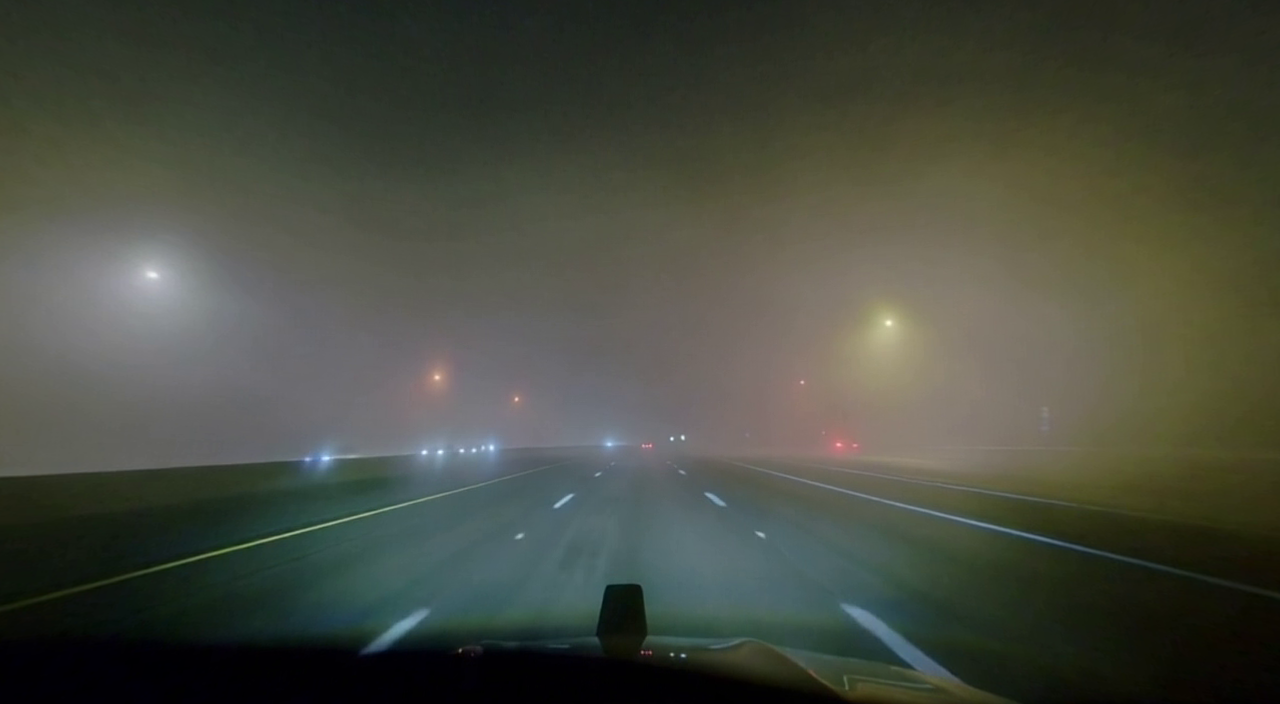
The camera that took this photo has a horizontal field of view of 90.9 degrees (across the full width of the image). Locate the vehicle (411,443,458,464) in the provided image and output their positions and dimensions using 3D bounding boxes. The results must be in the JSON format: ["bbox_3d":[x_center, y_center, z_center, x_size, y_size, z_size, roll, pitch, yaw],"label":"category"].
[{"bbox_3d":[-15.591,7.718,48.100,2.003,1.470,4.450,0,-8,1],"label":"vehicle"}]

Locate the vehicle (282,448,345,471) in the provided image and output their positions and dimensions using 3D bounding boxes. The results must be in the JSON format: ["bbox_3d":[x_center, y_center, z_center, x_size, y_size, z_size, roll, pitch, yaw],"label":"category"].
[{"bbox_3d":[-22.911,7.542,44.507,1.940,1.482,4.652,0,-8,1],"label":"vehicle"}]
